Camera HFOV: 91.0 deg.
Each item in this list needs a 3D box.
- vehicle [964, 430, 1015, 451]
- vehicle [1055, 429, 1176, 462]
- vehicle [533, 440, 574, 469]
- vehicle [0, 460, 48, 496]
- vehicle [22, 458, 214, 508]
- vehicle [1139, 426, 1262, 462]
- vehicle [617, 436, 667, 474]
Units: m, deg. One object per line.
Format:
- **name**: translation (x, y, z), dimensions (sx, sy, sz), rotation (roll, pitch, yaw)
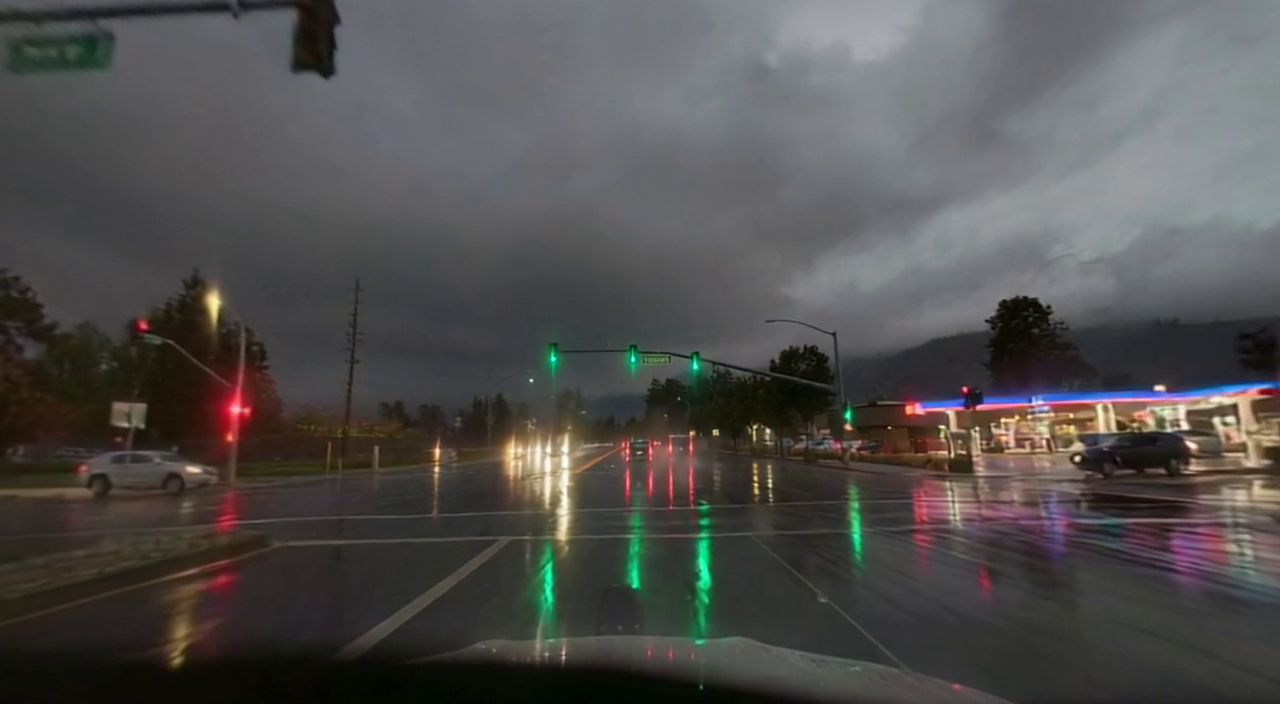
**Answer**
- **vehicle**: translation (26.936, 6.839, 48.423), dimensions (4.587, 1.548, 1.998), rotation (8, -12, -42)
- **vehicle**: translation (25.813, 5.114, 34.327), dimensions (1.941, 1.641, 4.829), rotation (7, -11, -39)
- **vehicle**: translation (-5.158, 6.160, 37.943), dimensions (1.844, 1.534, 3.831), rotation (-3, -8, 0)
- **vehicle**: translation (-28.163, 5.599, 28.261), dimensions (1.953, 1.415, 4.553), rotation (7, -11, -40)
- **vehicle**: translation (-18.845, 4.732, 23.263), dimensions (2.311, 1.485, 5.817), rotation (0, -8, -2)
- **vehicle**: translation (29.808, 4.901, 33.589), dimensions (1.958, 1.759, 4.517), rotation (7, -11, -38)
- **vehicle**: translation (0.052, 4.659, 28.699), dimensions (2.145, 1.572, 4.021), rotation (0, -8, -1)
